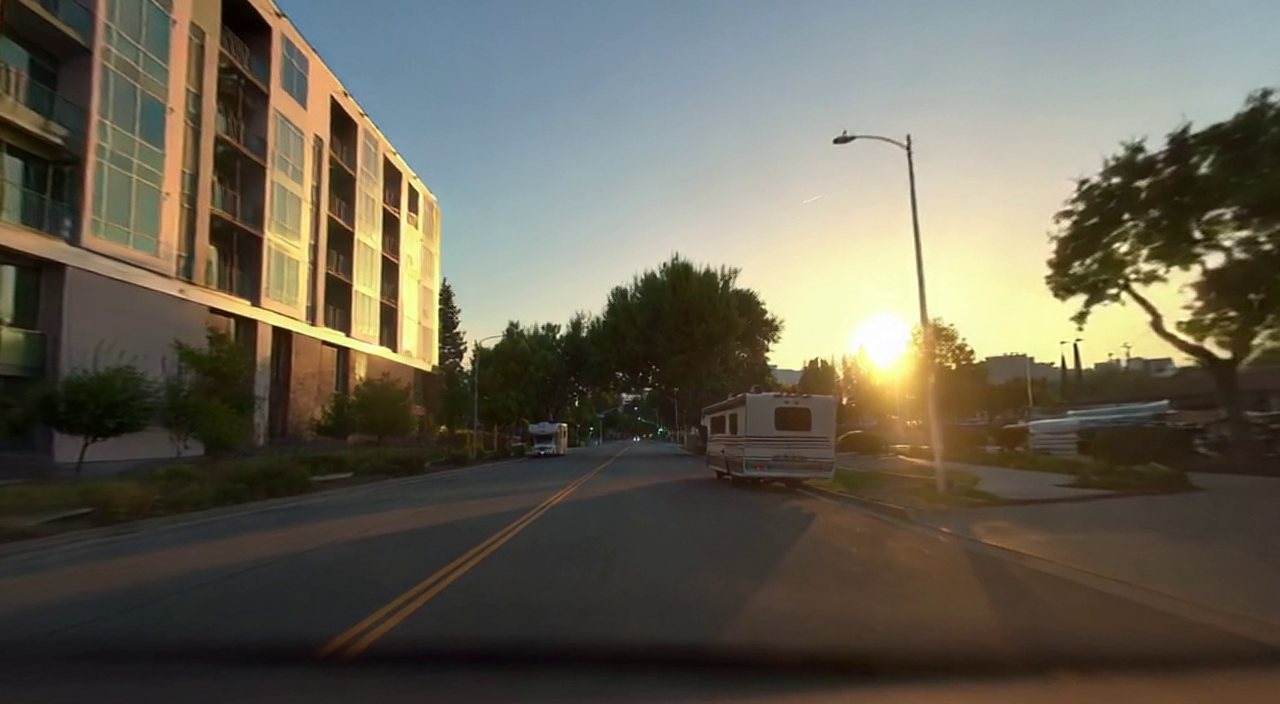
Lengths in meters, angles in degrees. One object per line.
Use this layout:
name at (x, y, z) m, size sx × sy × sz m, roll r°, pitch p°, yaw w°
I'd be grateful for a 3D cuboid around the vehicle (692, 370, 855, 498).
vehicle at (3.675, 2.559, 20.023) m, size 3.074 × 3.099 × 8.805 m, roll 1°, pitch -7°, yaw -1°
